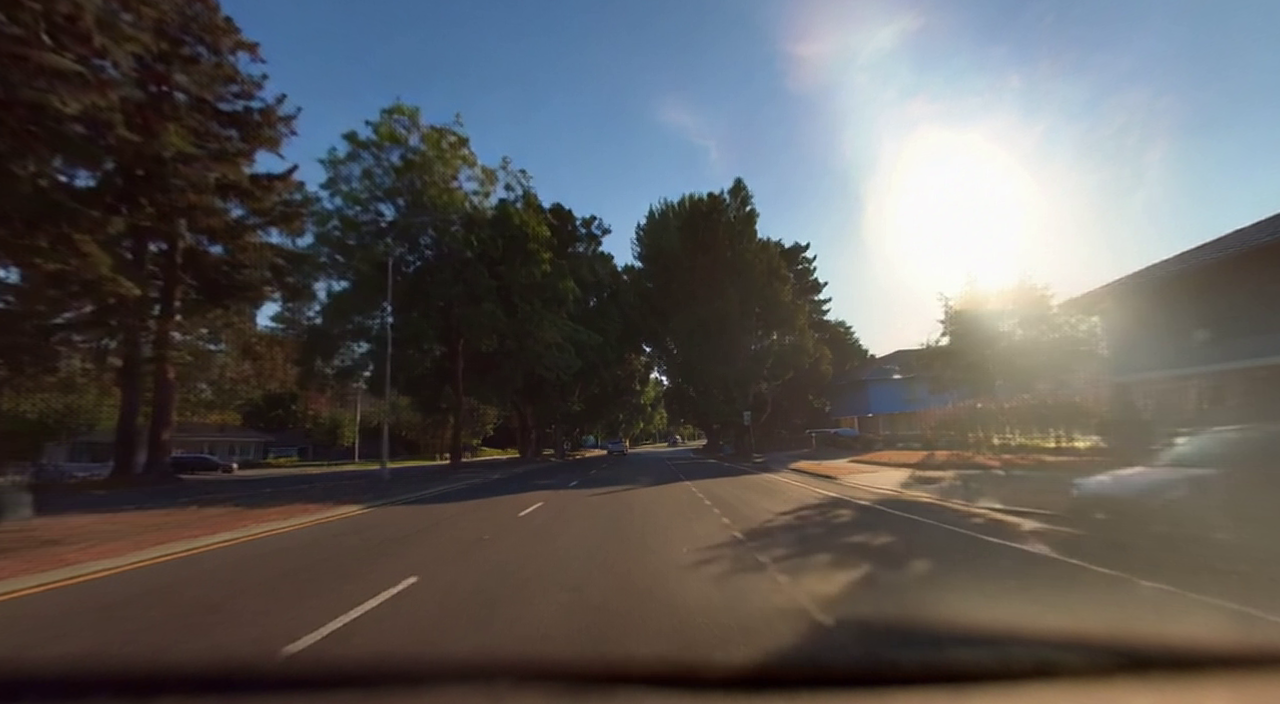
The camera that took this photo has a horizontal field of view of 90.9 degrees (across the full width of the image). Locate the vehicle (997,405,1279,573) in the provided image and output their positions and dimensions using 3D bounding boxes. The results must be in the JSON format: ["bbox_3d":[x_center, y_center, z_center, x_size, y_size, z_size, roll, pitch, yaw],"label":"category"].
[{"bbox_3d":[6.617,1.360,6.596,4.575,1.514,1.932,-3,-9,15],"label":"vehicle"}]
